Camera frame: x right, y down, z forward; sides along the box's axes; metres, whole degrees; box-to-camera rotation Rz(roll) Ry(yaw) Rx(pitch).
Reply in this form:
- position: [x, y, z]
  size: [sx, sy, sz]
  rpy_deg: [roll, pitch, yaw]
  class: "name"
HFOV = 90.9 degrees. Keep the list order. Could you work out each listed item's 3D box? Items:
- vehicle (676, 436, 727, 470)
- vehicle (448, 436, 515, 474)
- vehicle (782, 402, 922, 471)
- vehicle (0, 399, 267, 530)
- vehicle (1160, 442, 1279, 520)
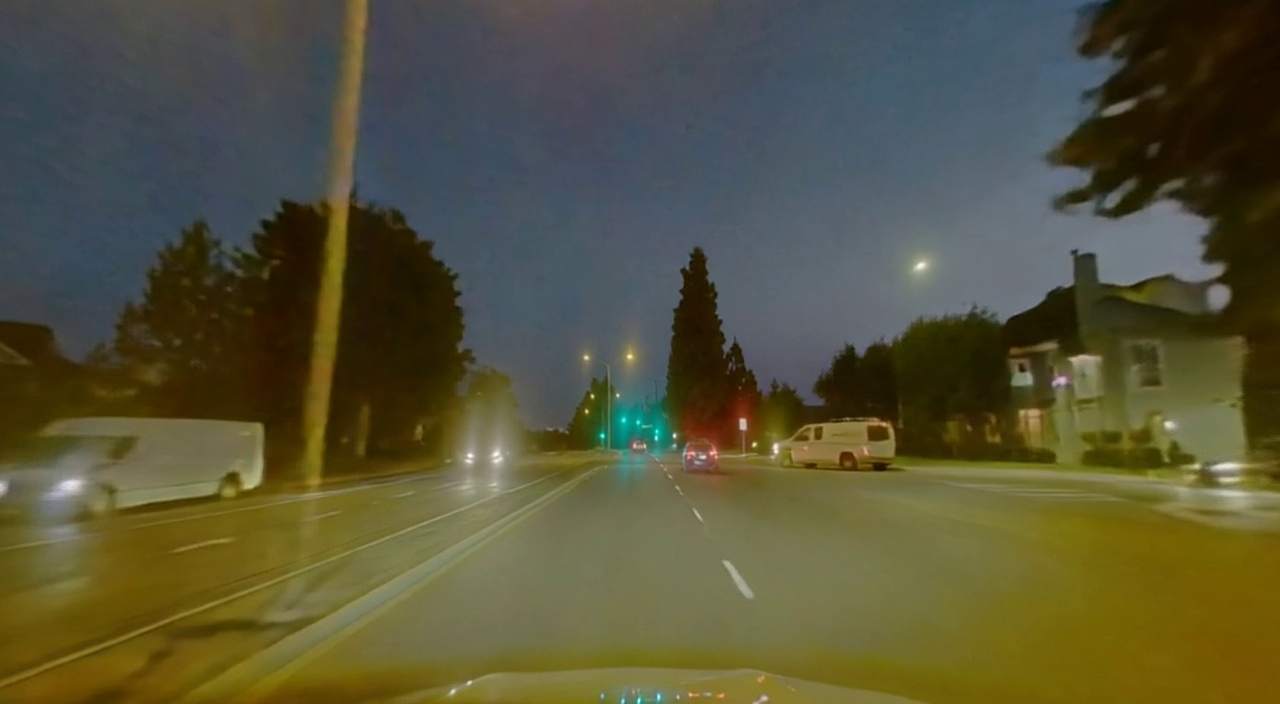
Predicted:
- position: [2.883, 4.825, 30.244]
  size: [1.960, 1.479, 4.086]
  rpy_deg: [0, -8, -1]
  class: "vehicle"
- position: [-7.996, 5.216, 32.258]
  size: [2.178, 1.761, 4.724]
  rpy_deg: [0, -8, 0]
  class: "vehicle"
- position: [9.337, 3.887, 28.802]
  size: [2.331, 2.747, 6.993]
  rpy_deg: [3, -9, -16]
  class: "vehicle"
- position: [-11.975, 2.551, 14.968]
  size: [2.347, 2.428, 6.149]
  rpy_deg: [0, -8, 1]
  class: "vehicle"
- position: [17.238, 3.220, 15.772]
  size: [2.441, 1.895, 5.935]
  rpy_deg: [6, -10, -37]
  class: "vehicle"
